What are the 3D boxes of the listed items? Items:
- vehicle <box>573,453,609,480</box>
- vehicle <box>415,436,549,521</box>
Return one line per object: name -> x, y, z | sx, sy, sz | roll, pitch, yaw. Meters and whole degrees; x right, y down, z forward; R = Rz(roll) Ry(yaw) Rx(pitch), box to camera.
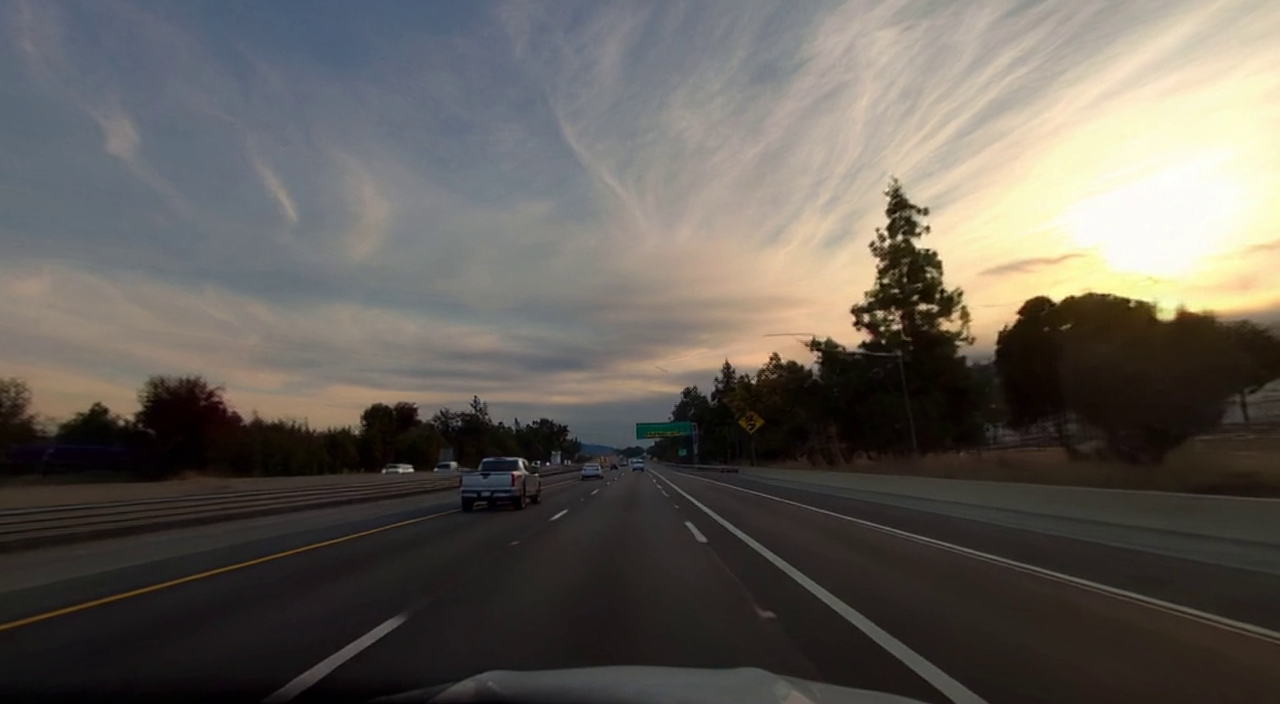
vehicle -> -3.697, 8.841, 48.642 | 2.390, 1.879, 4.423 | 1, -10, 0
vehicle -> -3.933, 3.310, 16.768 | 2.272, 1.873, 4.832 | 1, -10, 0
